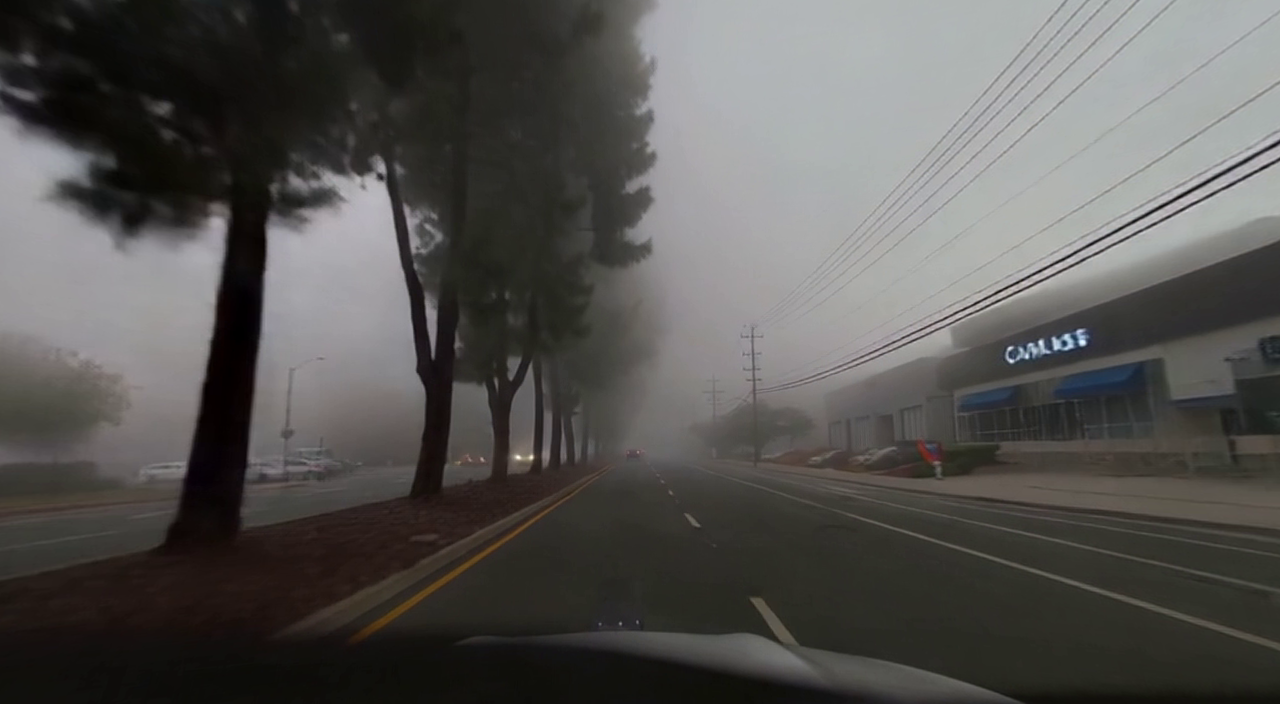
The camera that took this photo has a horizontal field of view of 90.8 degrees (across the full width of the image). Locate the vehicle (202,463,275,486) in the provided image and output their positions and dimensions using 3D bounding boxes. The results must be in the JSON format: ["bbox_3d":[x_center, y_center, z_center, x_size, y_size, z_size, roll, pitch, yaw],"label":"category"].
[{"bbox_3d":[-30.465,9.288,48.039,4.377,1.520,1.843,-3,-9,3],"label":"vehicle"}]
